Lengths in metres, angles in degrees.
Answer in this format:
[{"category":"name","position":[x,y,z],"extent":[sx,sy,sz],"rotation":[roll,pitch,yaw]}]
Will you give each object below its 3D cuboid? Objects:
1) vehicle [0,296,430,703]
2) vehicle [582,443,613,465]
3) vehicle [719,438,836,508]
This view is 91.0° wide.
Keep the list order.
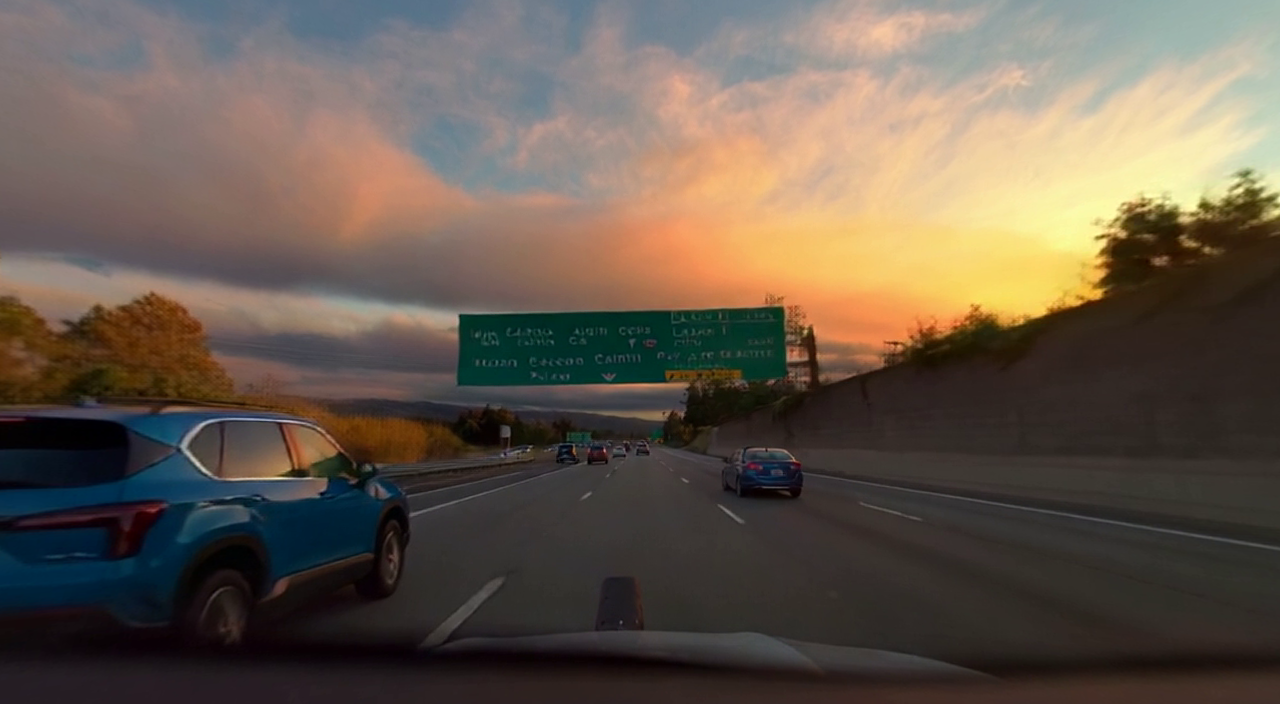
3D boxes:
[{"category":"vehicle","position":[-3.156,0.974,3.894],"extent":[2.137,1.756,4.453],"rotation":[0,-8,0]},{"category":"vehicle","position":[-3.160,7.748,47.789],"extent":[2.030,1.563,4.389],"rotation":[0,-9,0]},{"category":"vehicle","position":[3.255,2.959,15.860],"extent":[1.979,1.486,4.125],"rotation":[0,-9,-1]}]
